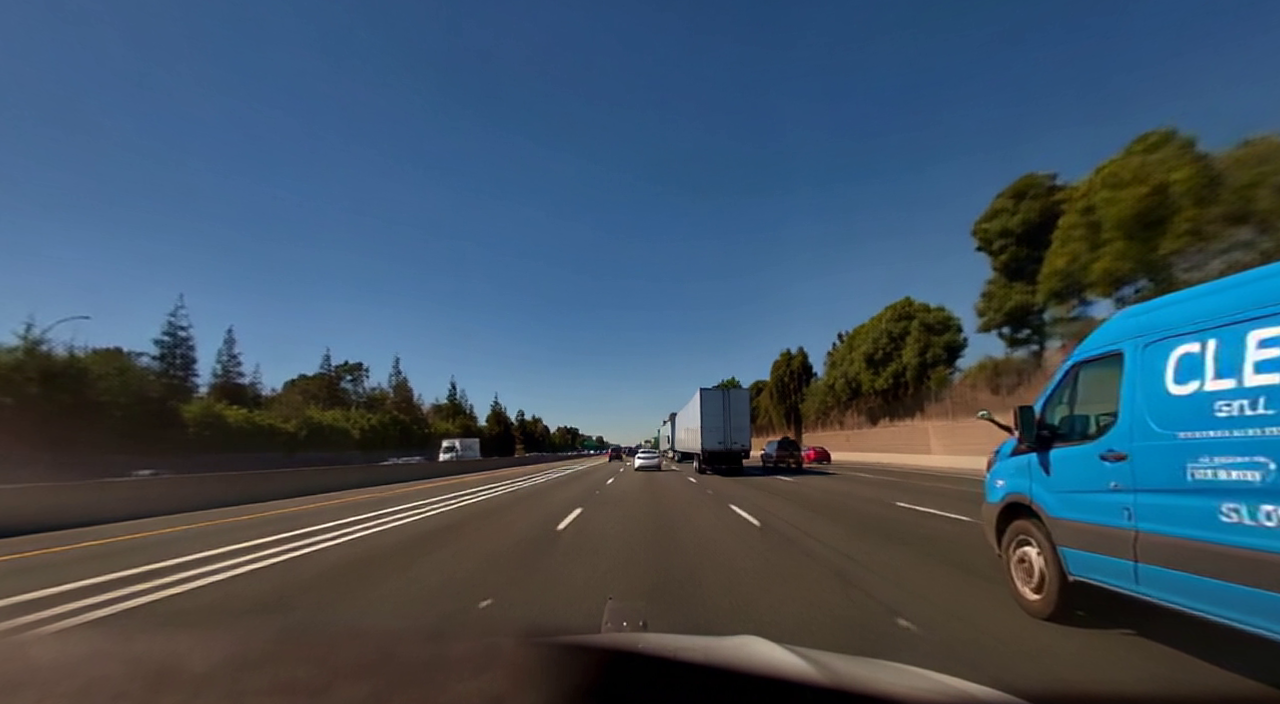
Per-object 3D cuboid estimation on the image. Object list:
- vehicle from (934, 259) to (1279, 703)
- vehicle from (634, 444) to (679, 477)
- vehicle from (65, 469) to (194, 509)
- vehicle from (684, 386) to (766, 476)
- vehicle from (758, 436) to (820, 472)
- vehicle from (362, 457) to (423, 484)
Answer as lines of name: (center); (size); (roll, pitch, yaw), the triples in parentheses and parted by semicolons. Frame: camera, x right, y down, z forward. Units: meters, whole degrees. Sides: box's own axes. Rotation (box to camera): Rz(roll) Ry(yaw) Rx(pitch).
vehicle: (3.780, 0.630, 2.439); (2.441, 2.017, 5.739); (0, -9, -1)
vehicle: (0.741, 5.295, 31.012); (2.063, 1.469, 4.208); (0, -9, 0)
vehicle: (-22.548, 6.039, 28.150); (1.814, 1.475, 4.698); (0, -9, -1)
vehicle: (4.307, 4.539, 35.015); (2.821, 4.077, 12.562); (0, -9, 0)
vehicle: (7.830, 5.417, 33.645); (2.144, 1.769, 4.540); (0, -9, -1)
vehicle: (-15.386, 7.381, 39.529); (1.865, 1.500, 4.707); (-1, -9, 1)
